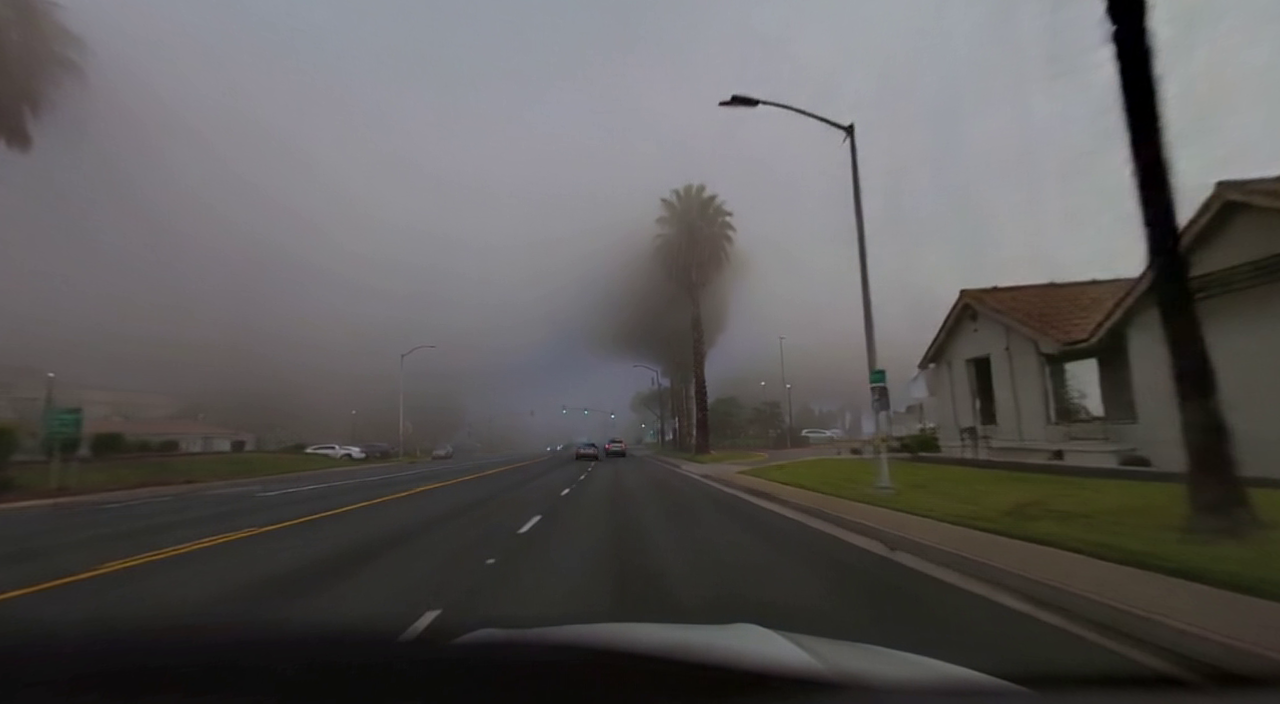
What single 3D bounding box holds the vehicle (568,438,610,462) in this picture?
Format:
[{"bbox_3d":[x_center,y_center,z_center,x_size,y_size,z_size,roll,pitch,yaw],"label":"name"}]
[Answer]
[{"bbox_3d":[-3.451,6.713,43.369,2.060,1.526,3.859,-1,-8,7],"label":"vehicle"}]
